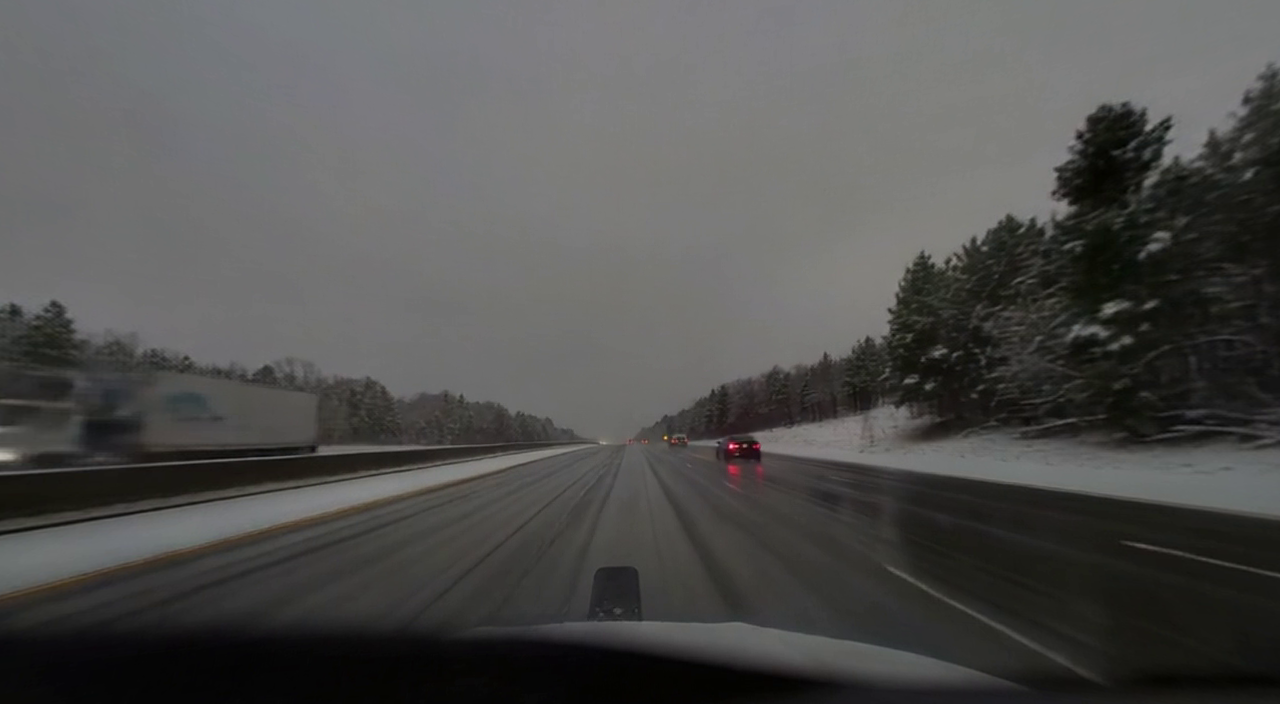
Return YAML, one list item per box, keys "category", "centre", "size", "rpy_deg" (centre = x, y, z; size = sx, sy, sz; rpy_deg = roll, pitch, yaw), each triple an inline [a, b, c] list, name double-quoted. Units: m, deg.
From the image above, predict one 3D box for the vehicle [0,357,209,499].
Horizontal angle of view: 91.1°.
- category: "vehicle"
  centre: [-18.122, 2.446, 20.354]
  size: [3.380, 3.797, 6.784]
  rpy_deg: [1, -7, -1]

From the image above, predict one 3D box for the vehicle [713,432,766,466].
- category: "vehicle"
  centre: [4.586, 4.526, 29.584]
  size: [1.802, 1.492, 3.804]
  rpy_deg: [0, -8, -1]
